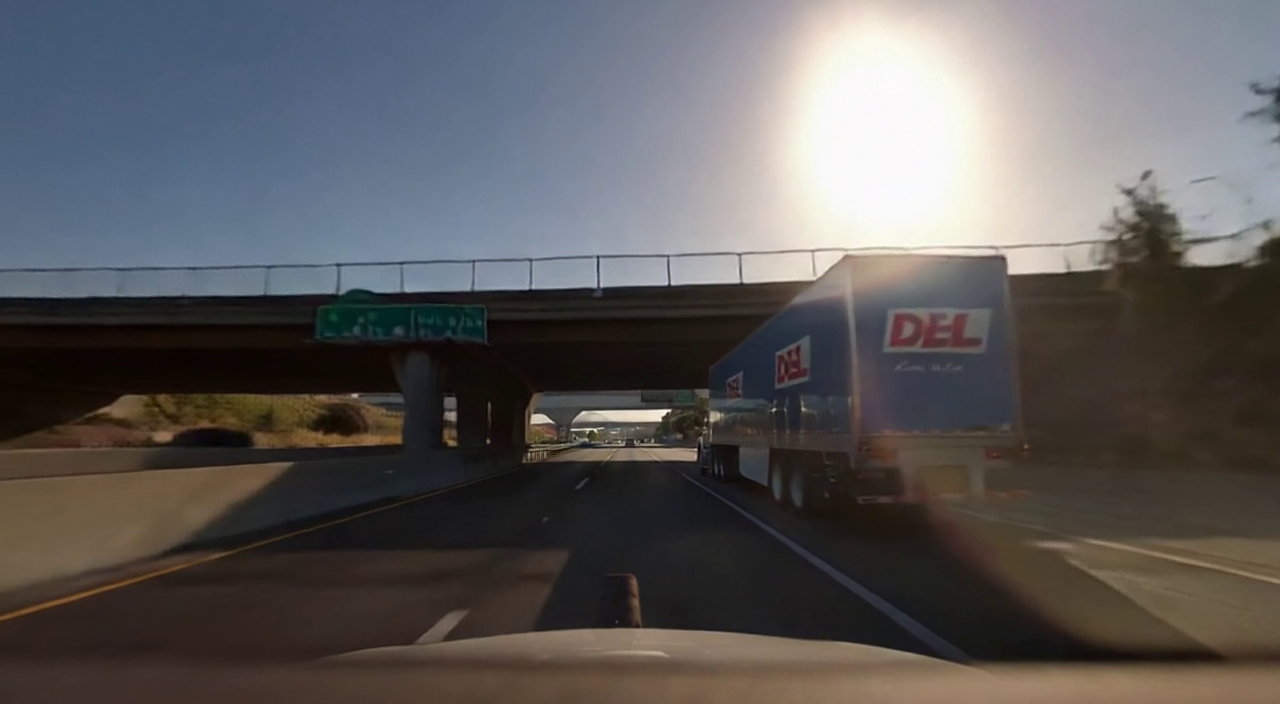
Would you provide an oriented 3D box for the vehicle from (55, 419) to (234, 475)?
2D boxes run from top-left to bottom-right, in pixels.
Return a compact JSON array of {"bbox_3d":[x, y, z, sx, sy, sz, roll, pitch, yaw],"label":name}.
[{"bbox_3d":[-15.126,2.942,19.647,1.880,1.528,4.663,0,-8,-2],"label":"vehicle"}]

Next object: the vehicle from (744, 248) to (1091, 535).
[{"bbox_3d":[4.428,1.056,12.718,2.880,3.918,8.254,0,-8,-2],"label":"vehicle"}]
